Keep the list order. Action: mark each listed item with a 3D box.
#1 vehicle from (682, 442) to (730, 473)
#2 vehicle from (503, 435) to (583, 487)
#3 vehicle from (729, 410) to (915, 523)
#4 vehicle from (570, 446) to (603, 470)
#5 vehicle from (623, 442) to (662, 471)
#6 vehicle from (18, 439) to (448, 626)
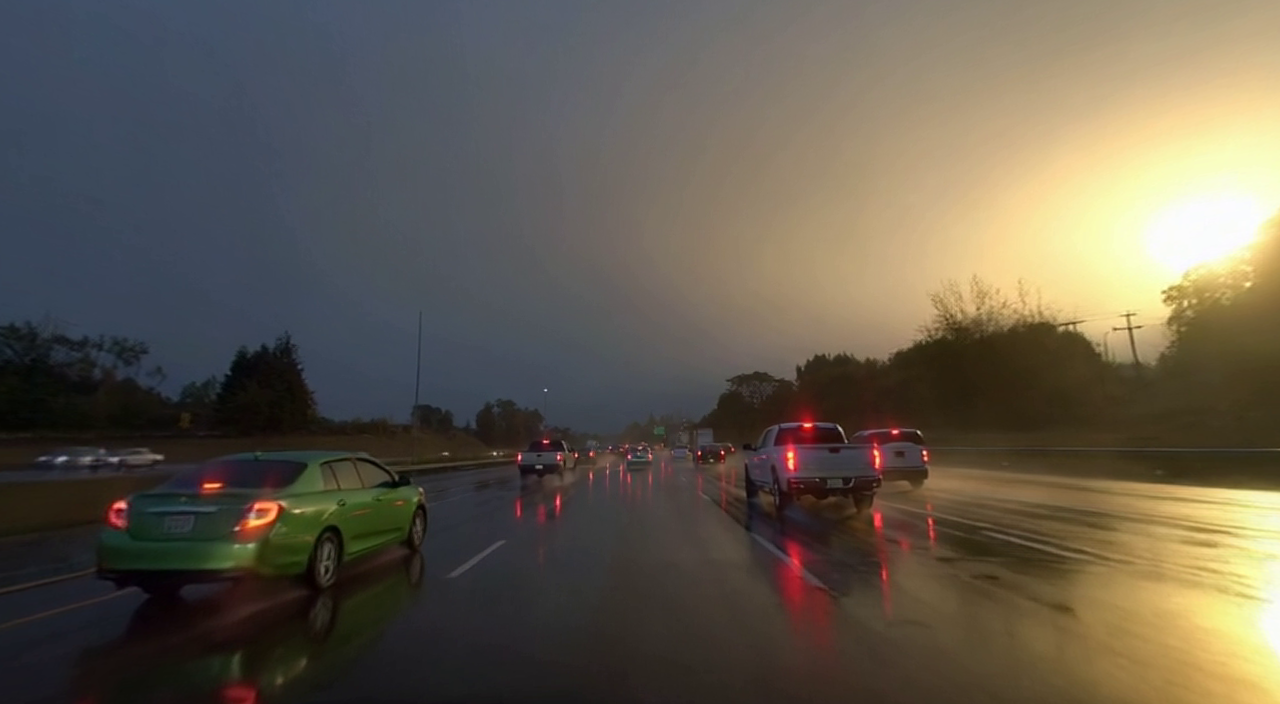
[{"bbox_3d":[3.628,5.922,35.580,2.145,1.636,4.437,0,-9,-1],"label":"vehicle"},{"bbox_3d":[-3.604,4.161,24.372,2.176,1.783,4.799,0,-9,2],"label":"vehicle"},{"bbox_3d":[3.556,2.408,13.766,2.340,1.925,5.529,0,-9,-1],"label":"vehicle"},{"bbox_3d":[-3.541,7.090,42.342,1.907,1.484,3.954,0,-9,0],"label":"vehicle"},{"bbox_3d":[0.123,6.204,37.540,2.147,1.572,4.094,0,-9,-1],"label":"vehicle"},{"bbox_3d":[-3.842,1.737,7.108,1.947,1.424,4.264,0,-9,1],"label":"vehicle"}]
